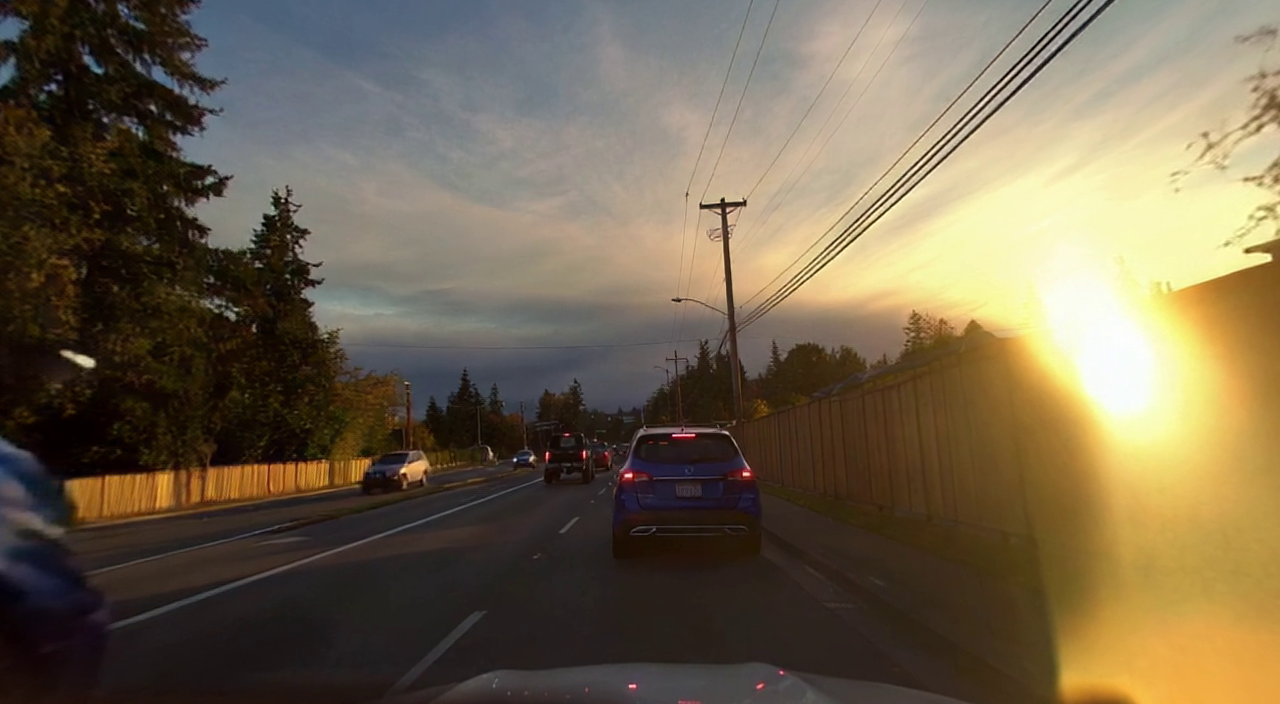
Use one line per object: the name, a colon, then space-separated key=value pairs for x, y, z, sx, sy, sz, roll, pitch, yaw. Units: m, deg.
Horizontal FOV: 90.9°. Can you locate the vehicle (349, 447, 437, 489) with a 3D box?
vehicle: x=-11.827 y=5.548 z=30.620 sx=2.187 sy=1.863 sz=5.152 roll=0 pitch=-9 yaw=0

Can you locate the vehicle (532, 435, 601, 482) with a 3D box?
vehicle: x=-2.704 y=4.072 z=24.286 sx=2.037 sy=1.639 sz=4.213 roll=0 pitch=-9 yaw=2

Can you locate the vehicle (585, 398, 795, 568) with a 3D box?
vehicle: x=0.488 y=1.671 z=8.678 sx=2.174 sy=1.749 sz=4.113 roll=0 pitch=-9 yaw=-1
